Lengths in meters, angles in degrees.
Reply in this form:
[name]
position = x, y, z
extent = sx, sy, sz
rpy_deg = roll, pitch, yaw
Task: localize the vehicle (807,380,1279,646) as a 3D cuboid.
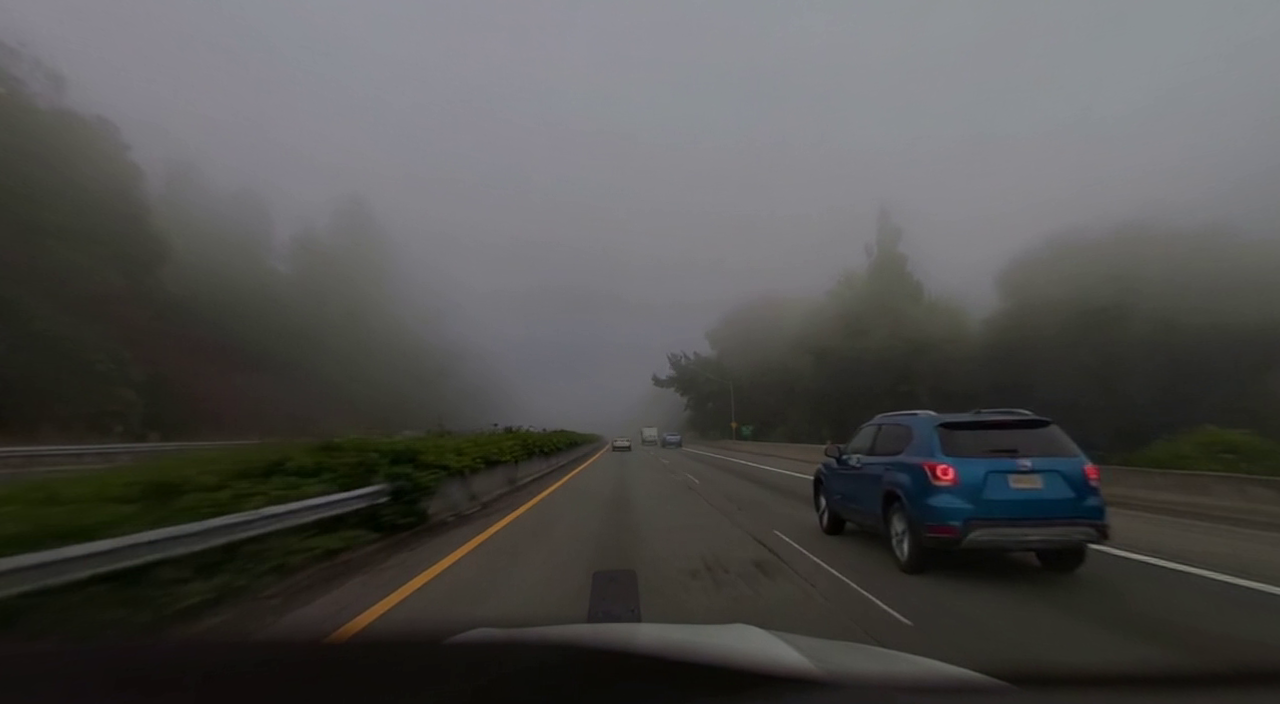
[vehicle]
position = 3.370, 1.312, 6.304
extent = 2.085, 1.681, 4.436
rpy_deg = 0, -8, -1
